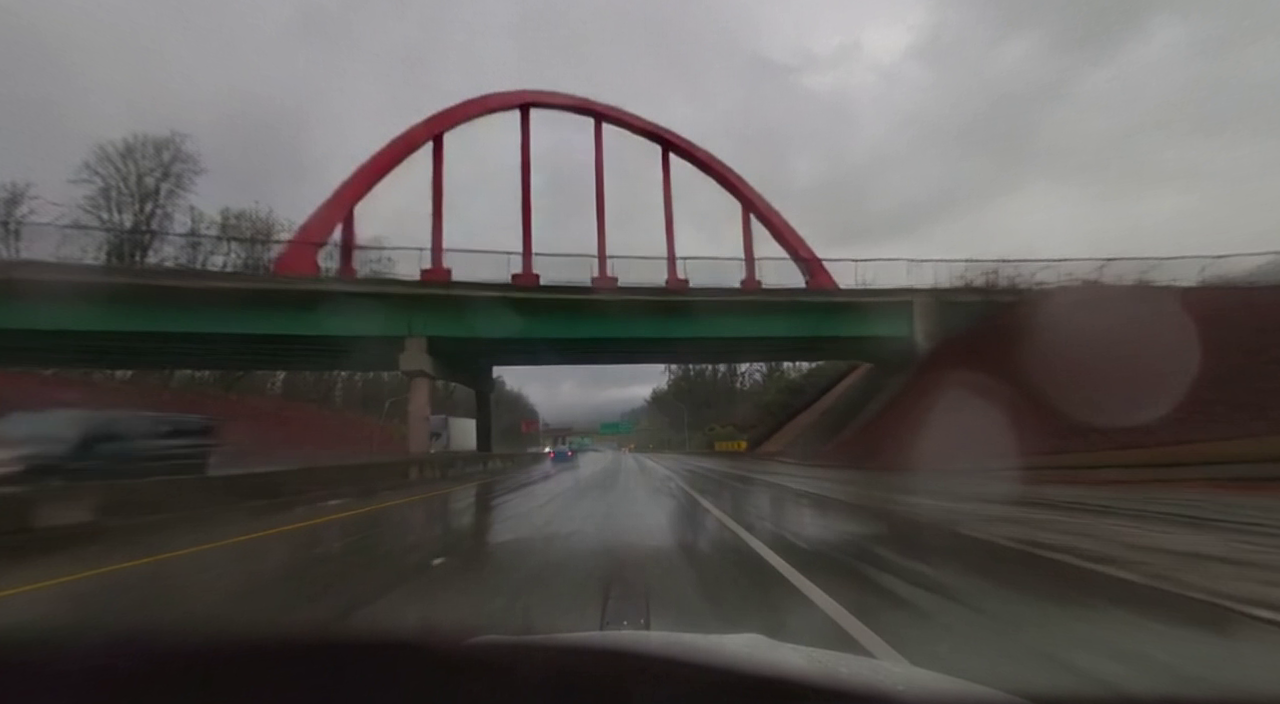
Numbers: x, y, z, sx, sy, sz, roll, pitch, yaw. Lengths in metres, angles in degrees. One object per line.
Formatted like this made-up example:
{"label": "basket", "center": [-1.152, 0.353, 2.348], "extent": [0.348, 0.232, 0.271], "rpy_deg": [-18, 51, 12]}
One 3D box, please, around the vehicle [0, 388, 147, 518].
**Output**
{"label": "vehicle", "center": [-12.649, 1.888, 11.670], "extent": [2.373, 2.306, 5.492], "rpy_deg": [0, -9, 1]}

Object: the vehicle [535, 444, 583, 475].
{"label": "vehicle", "center": [-4.307, 5.761, 33.942], "extent": [2.052, 1.556, 4.405], "rpy_deg": [0, -9, -1]}
